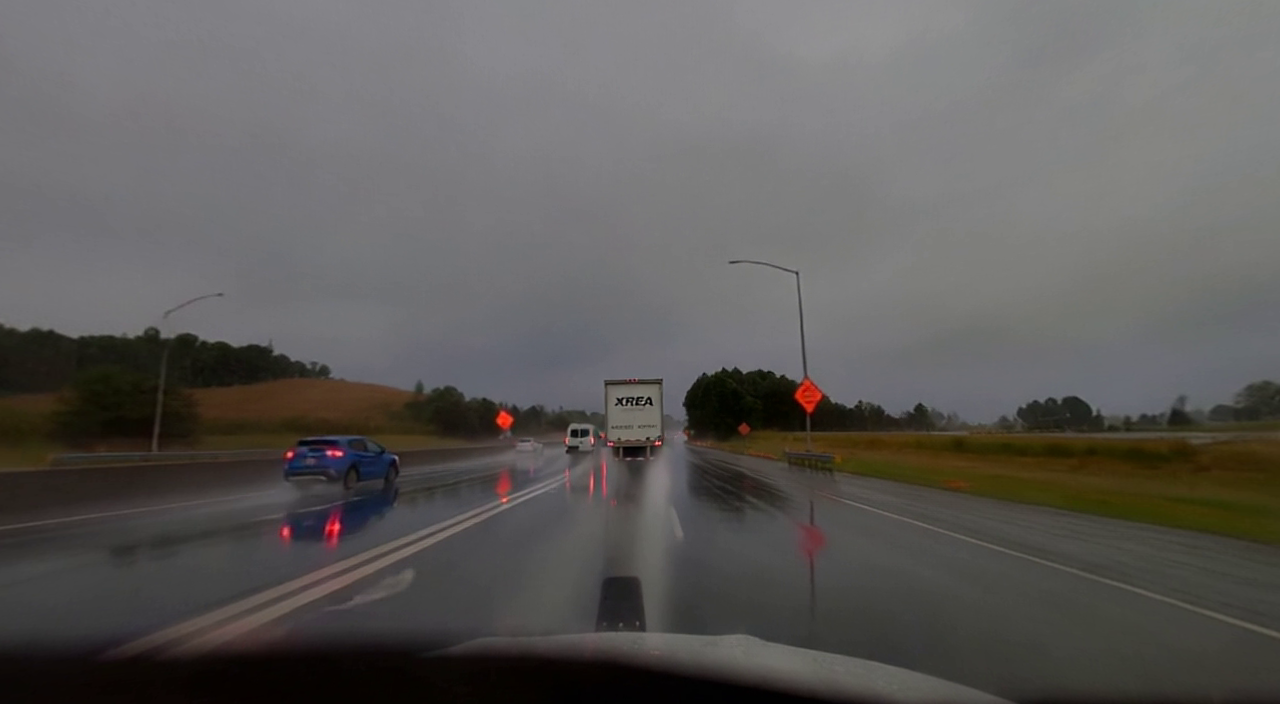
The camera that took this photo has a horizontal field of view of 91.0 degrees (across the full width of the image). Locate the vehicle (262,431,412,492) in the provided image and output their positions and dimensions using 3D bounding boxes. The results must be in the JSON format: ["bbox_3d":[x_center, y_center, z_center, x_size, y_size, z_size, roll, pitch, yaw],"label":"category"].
[{"bbox_3d":[-8.489,3.095,18.214,1.915,1.506,4.594,0,-8,2],"label":"vehicle"}]

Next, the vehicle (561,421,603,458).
[{"bbox_3d":[-4.323,6.763,48.303,2.469,2.615,5.874,0,-8,2],"label":"vehicle"}]

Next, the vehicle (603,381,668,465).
[{"bbox_3d":[-0.228,4.314,35.641,3.183,4.011,9.617,-1,-11,0],"label":"vehicle"}]
